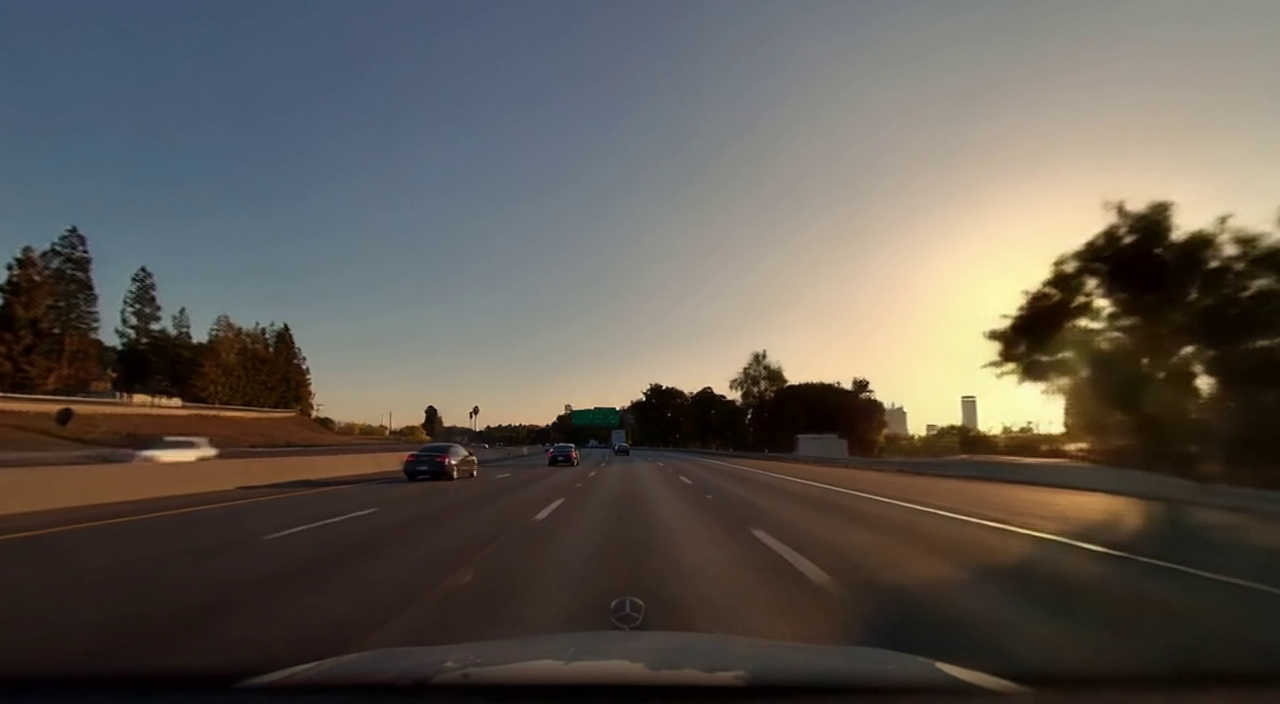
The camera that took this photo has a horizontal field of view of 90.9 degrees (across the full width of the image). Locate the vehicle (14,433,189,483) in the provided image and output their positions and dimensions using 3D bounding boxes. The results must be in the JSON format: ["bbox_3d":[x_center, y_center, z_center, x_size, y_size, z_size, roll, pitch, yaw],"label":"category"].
[{"bbox_3d":[-18.030,3.571,21.503,2.016,1.519,4.514,0,-8,-1],"label":"vehicle"}]

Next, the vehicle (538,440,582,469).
[{"bbox_3d":[-4.254,5.525,34.117,1.936,1.465,4.060,0,-8,-1],"label":"vehicle"}]

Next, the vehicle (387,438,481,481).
[{"bbox_3d":[-7.752,4.087,24.242,2.038,1.463,4.656,0,-8,0],"label":"vehicle"}]
